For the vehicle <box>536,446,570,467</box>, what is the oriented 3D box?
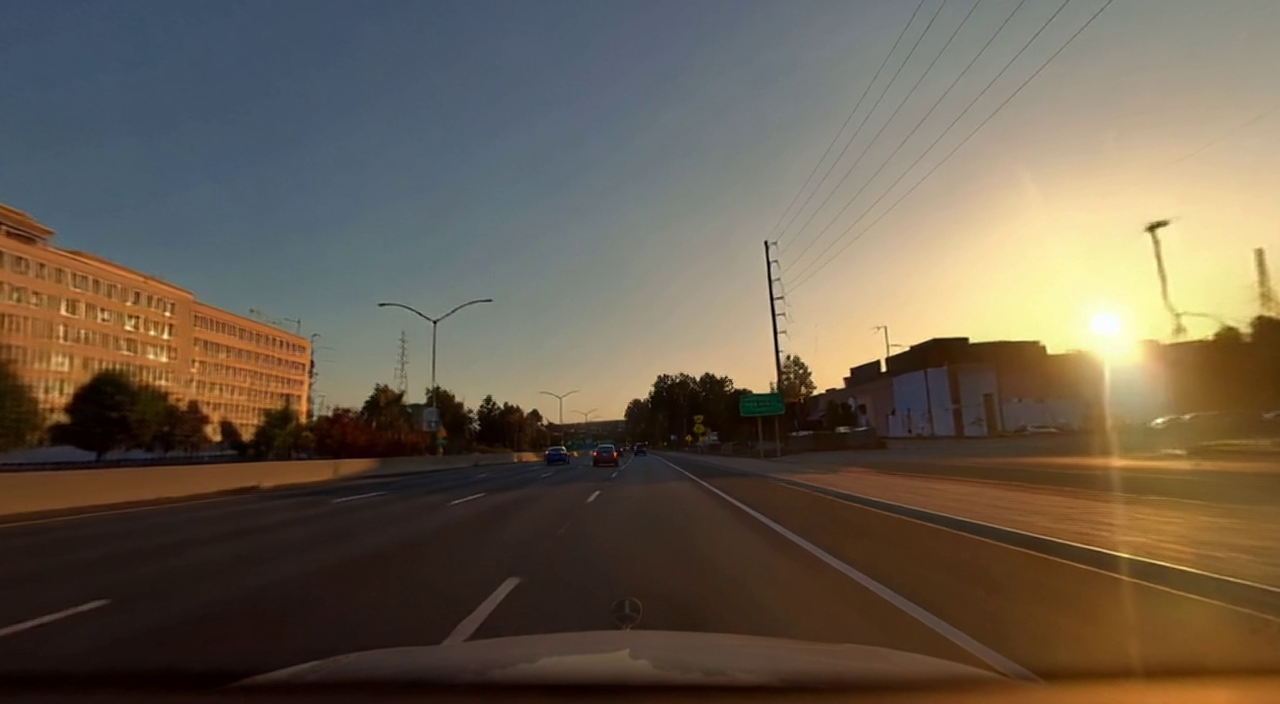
[{"bbox_3d":[-6.453,7.838,47.316,1.936,1.462,4.388,0,-8,0],"label":"vehicle"}]
